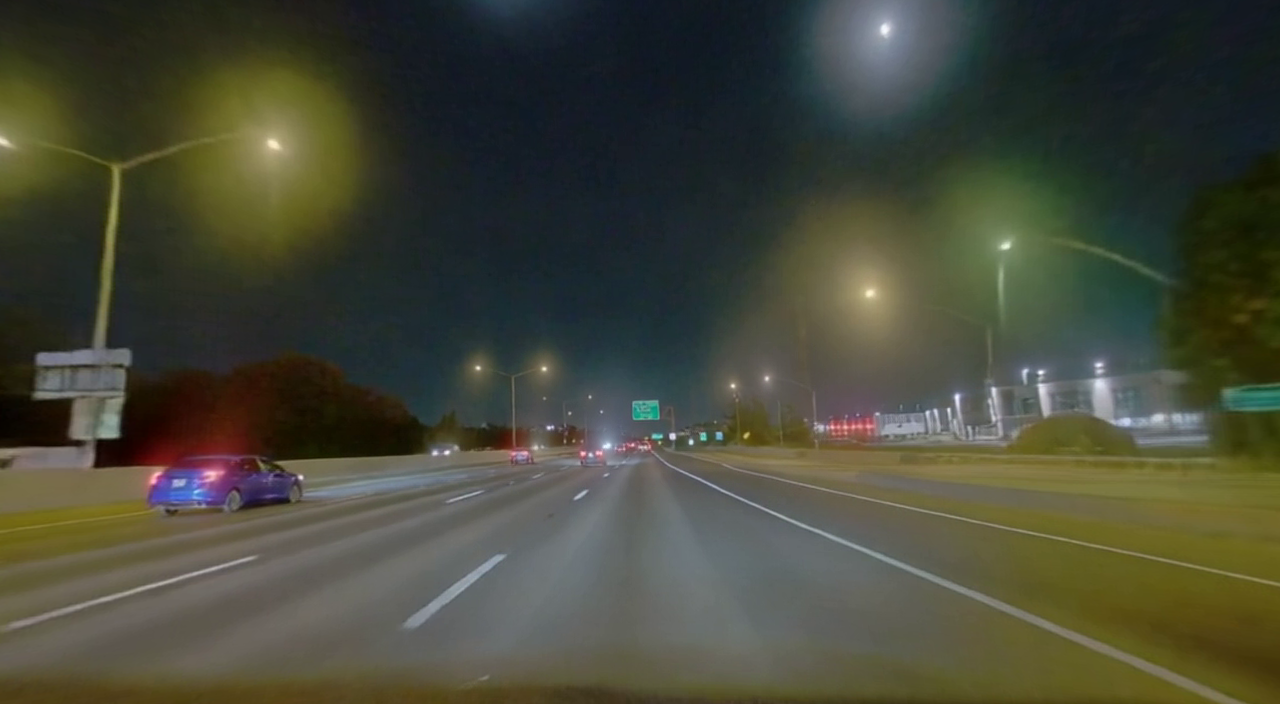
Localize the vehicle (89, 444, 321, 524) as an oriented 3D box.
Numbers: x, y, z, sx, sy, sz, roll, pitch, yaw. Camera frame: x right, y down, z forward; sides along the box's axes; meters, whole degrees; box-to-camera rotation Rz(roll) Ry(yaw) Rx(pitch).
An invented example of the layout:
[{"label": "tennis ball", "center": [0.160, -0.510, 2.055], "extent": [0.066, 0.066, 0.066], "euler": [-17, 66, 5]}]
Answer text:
[{"label": "vehicle", "center": [-9.894, 2.981, 14.985], "extent": [2.002, 1.526, 4.822], "euler": [-1, -8, 1]}]

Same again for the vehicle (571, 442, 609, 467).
[{"label": "vehicle", "center": [-3.139, 6.543, 40.602], "extent": [2.050, 1.479, 4.342], "euler": [-1, -8, 1]}]
